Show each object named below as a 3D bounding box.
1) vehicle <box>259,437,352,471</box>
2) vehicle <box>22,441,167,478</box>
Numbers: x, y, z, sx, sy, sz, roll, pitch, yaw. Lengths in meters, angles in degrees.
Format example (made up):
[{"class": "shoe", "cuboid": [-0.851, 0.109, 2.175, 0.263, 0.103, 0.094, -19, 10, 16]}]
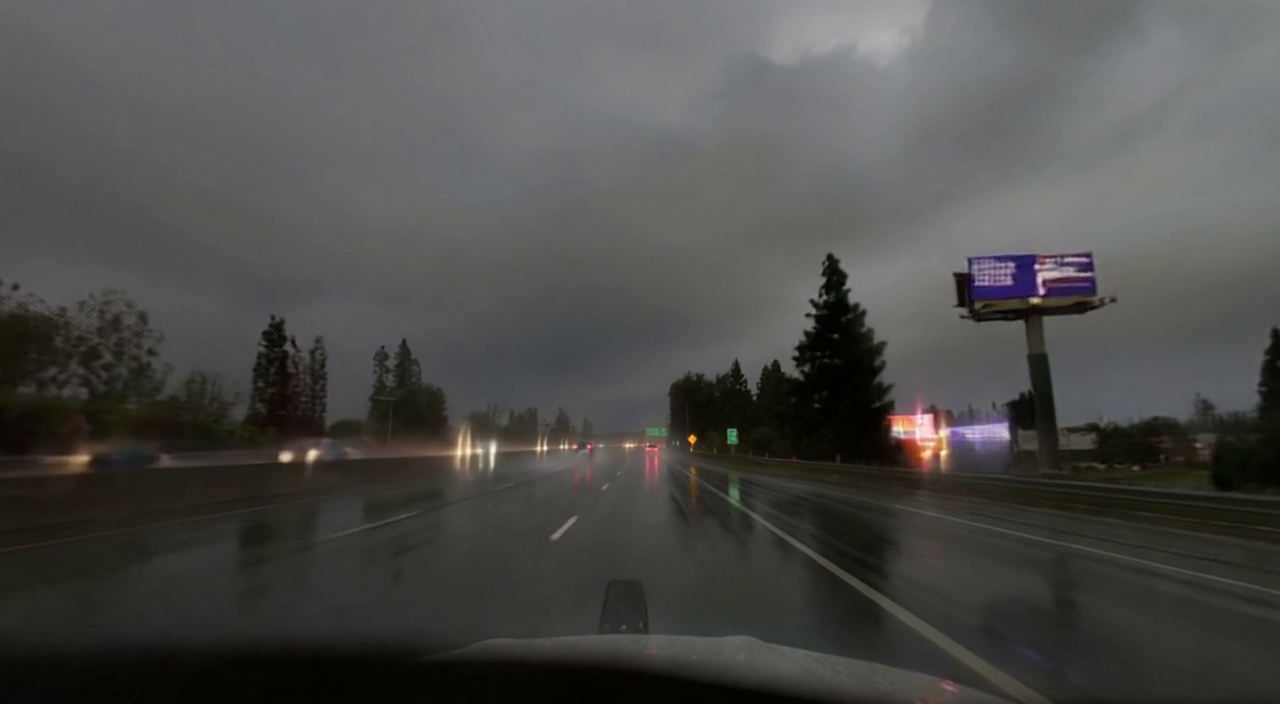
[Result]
[{"class": "vehicle", "cuboid": [-17.557, 5.389, 33.435, 2.200, 1.627, 4.900, 0, -9, 0]}, {"class": "vehicle", "cuboid": [-25.036, 4.940, 29.272, 2.061, 1.561, 5.097, 0, -9, 2]}]
